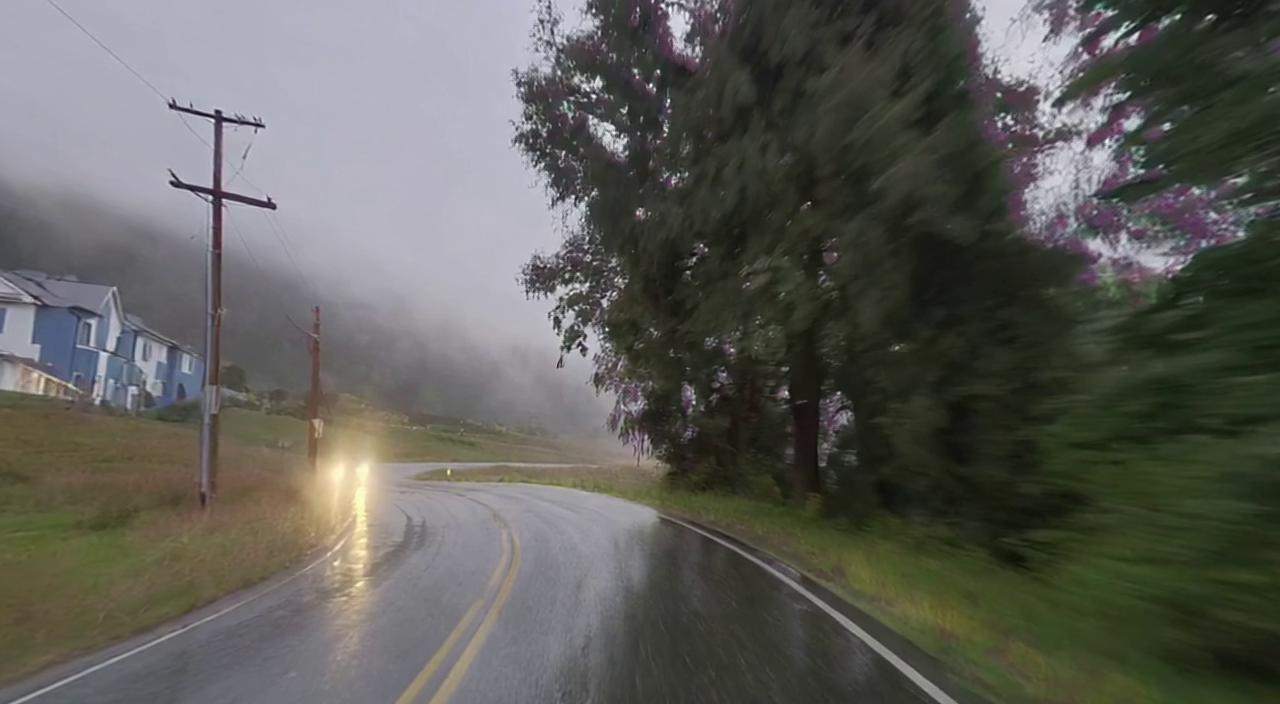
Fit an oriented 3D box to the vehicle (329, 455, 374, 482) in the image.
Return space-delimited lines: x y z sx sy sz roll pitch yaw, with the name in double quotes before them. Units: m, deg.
"vehicle" -17.796 7.104 38.883 2.063 1.485 3.997 5 -10 -29
